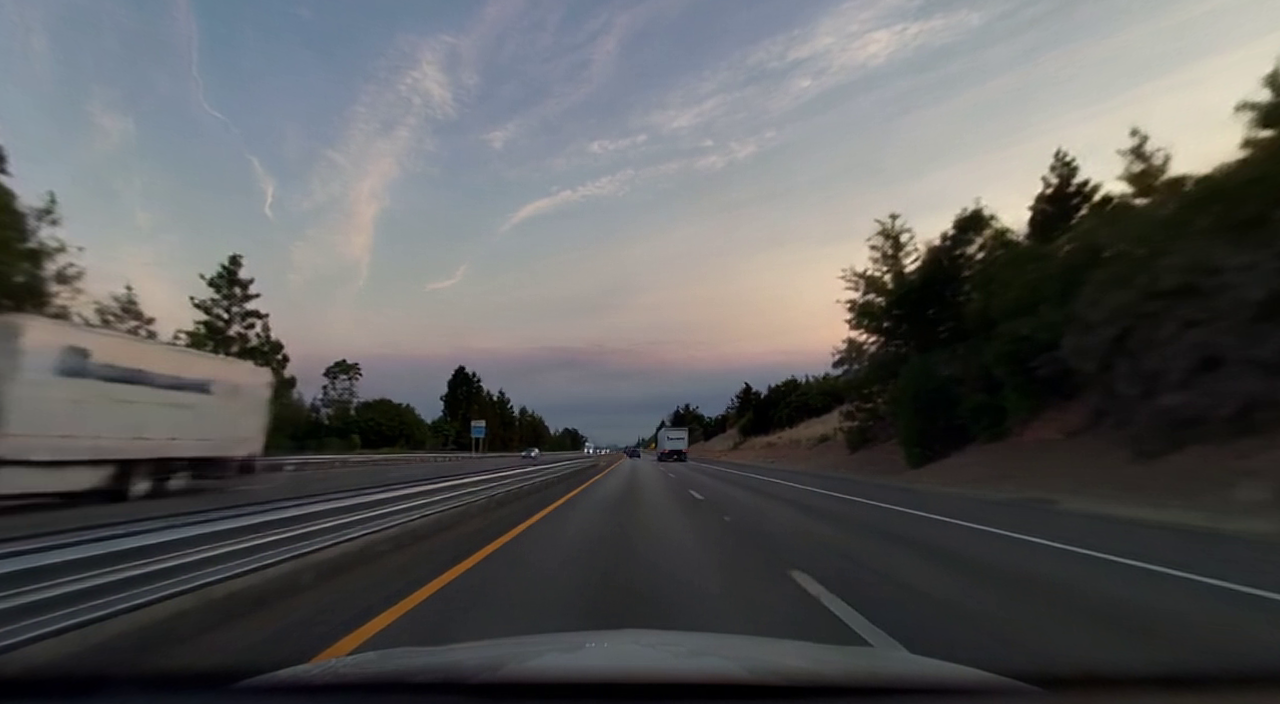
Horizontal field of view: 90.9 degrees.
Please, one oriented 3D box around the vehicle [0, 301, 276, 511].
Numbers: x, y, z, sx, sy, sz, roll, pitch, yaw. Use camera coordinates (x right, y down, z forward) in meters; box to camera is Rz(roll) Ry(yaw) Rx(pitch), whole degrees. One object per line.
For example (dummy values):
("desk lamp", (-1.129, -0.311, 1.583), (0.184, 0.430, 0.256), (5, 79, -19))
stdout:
("vehicle", (-13.464, 1.595, 15.481), (3.001, 3.888, 9.974), (0, -9, 0))
